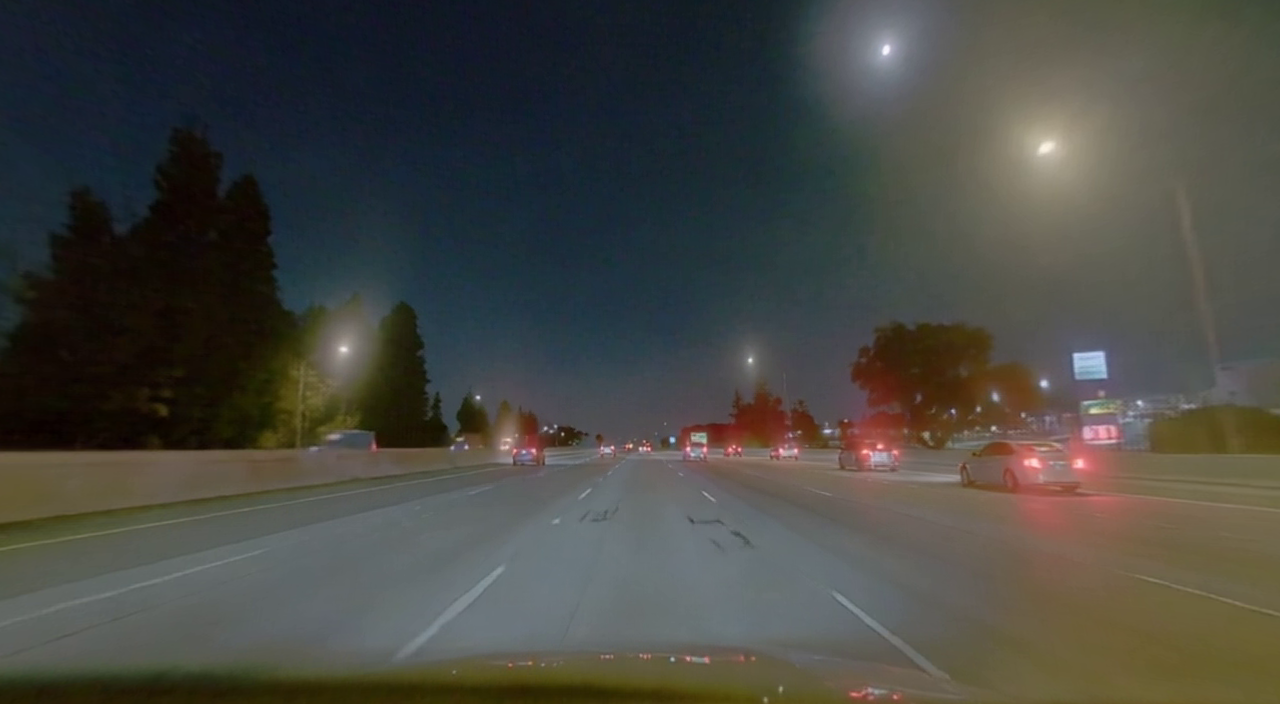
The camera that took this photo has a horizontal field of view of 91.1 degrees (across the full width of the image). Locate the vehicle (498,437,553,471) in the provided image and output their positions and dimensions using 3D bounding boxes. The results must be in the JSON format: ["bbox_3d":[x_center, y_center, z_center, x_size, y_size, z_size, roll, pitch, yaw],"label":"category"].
[{"bbox_3d":[-6.278,5.664,34.956,2.091,1.746,4.437,0,-8,1],"label":"vehicle"}]

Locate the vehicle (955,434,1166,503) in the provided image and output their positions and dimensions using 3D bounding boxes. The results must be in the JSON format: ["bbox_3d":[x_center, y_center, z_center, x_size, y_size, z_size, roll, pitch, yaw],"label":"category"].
[{"bbox_3d":[10.225,2.861,15.882,1.979,1.467,4.839,0,-8,-1],"label":"vehicle"}]

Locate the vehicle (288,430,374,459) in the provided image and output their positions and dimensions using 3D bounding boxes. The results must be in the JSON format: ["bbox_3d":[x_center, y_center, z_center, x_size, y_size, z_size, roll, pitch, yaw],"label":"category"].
[{"bbox_3d":[-21.296,6.454,43.672,2.837,1.878,6.106,0,-9,0],"label":"vehicle"}]

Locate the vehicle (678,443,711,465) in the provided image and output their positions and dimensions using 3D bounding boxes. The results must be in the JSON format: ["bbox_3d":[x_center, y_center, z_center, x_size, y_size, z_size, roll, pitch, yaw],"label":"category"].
[{"bbox_3d":[3.702,7.012,43.161,1.950,1.453,3.378,0,-9,-1],"label":"vehicle"}]
